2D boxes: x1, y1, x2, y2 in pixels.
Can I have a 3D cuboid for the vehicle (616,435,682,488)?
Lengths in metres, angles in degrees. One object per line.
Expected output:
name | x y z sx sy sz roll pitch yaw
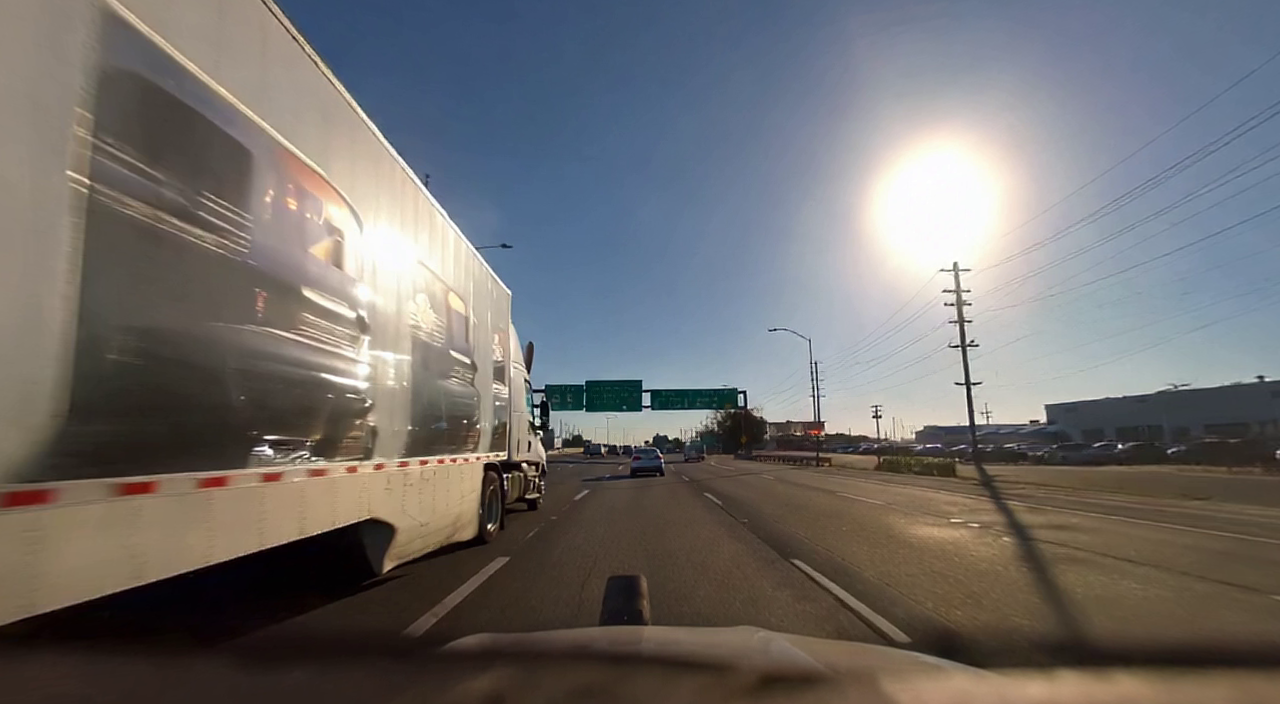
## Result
vehicle | 0.301 4.177 24.510 2.279 1.837 4.747 0 -8 0

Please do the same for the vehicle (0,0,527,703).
vehicle | -3.925 -0.033 4.728 2.888 4.308 16.259 0 -8 1
